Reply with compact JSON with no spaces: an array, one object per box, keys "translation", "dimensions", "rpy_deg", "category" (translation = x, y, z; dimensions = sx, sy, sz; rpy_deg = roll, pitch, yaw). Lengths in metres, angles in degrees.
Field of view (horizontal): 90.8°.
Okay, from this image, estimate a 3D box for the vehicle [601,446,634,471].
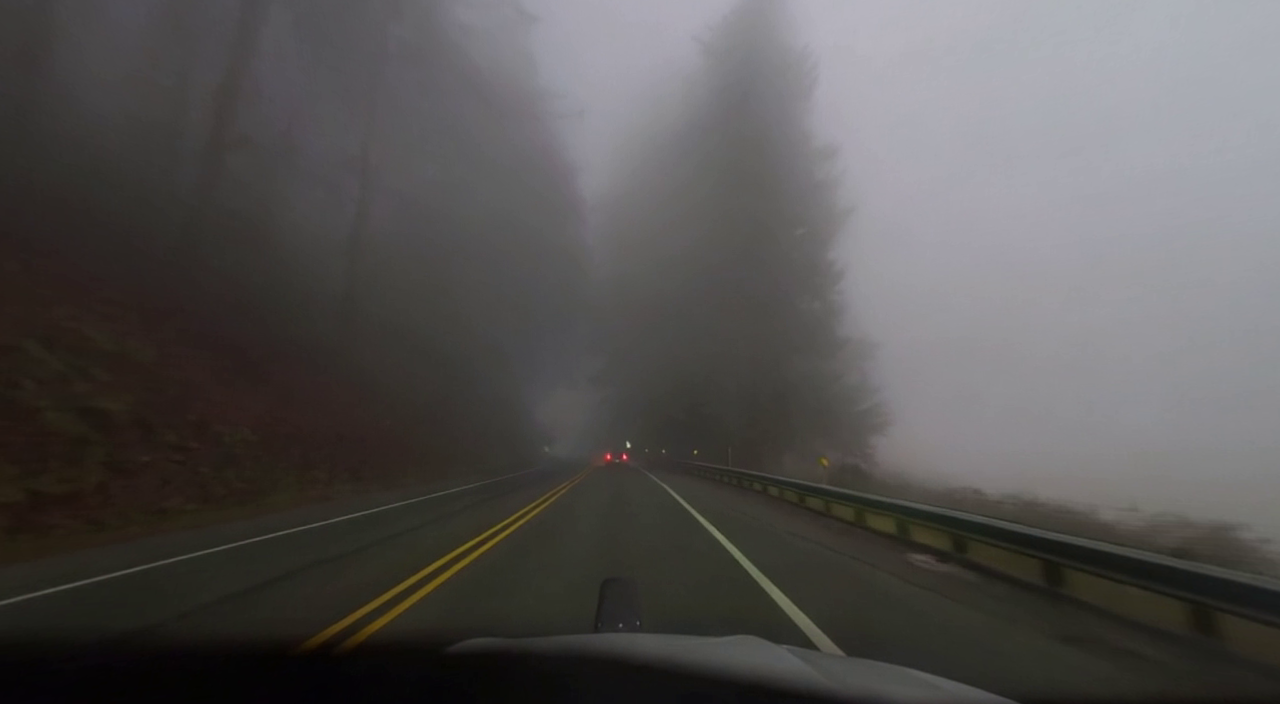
[{"translation":[-1.498,6.964,41.563],"dimensions":[2.042,1.489,3.963],"rpy_deg":[0,-9,-2],"category":"vehicle"}]
